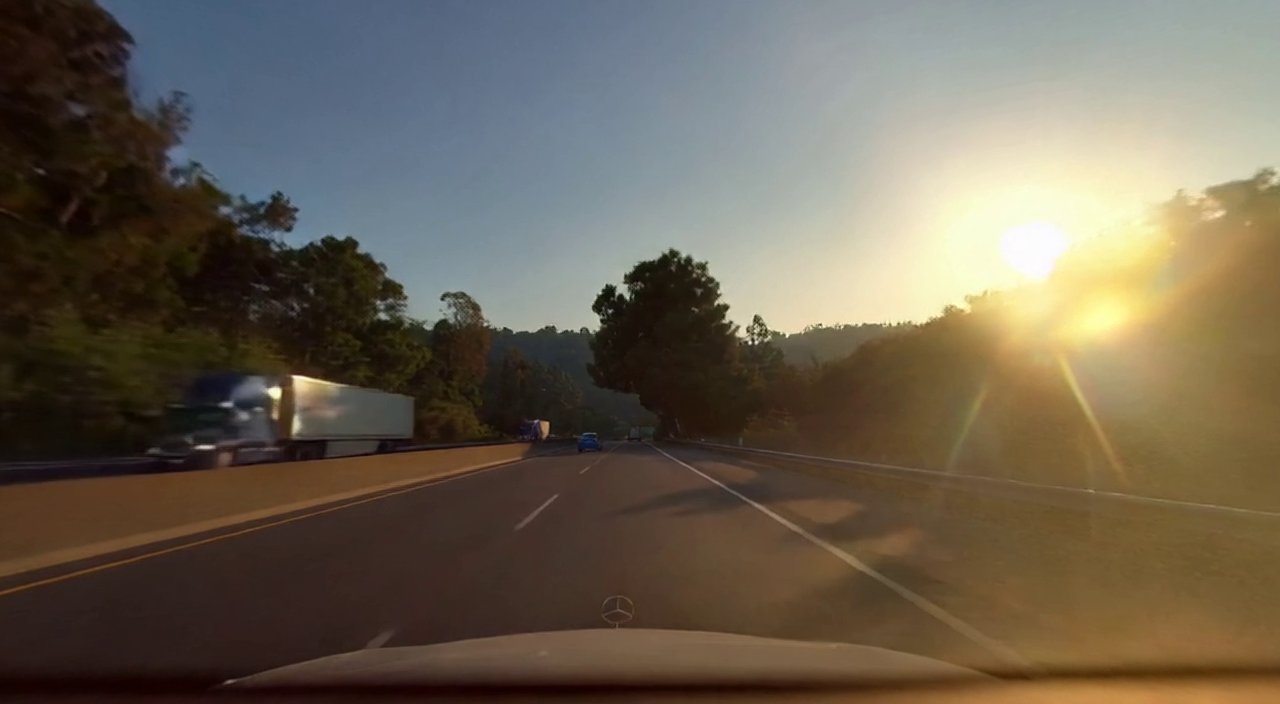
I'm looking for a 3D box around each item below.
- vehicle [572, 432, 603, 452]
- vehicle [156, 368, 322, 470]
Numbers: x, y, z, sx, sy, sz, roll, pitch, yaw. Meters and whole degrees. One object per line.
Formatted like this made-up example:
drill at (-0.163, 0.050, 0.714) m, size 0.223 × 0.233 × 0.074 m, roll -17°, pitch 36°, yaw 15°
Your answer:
vehicle at (-3.898, 6.771, 47.574) m, size 2.085 × 1.479 × 3.846 m, roll 0°, pitch -8°, yaw -1°
vehicle at (-16.511, 2.879, 26.572) m, size 2.985 × 3.825 × 5.832 m, roll 0°, pitch -8°, yaw 0°
